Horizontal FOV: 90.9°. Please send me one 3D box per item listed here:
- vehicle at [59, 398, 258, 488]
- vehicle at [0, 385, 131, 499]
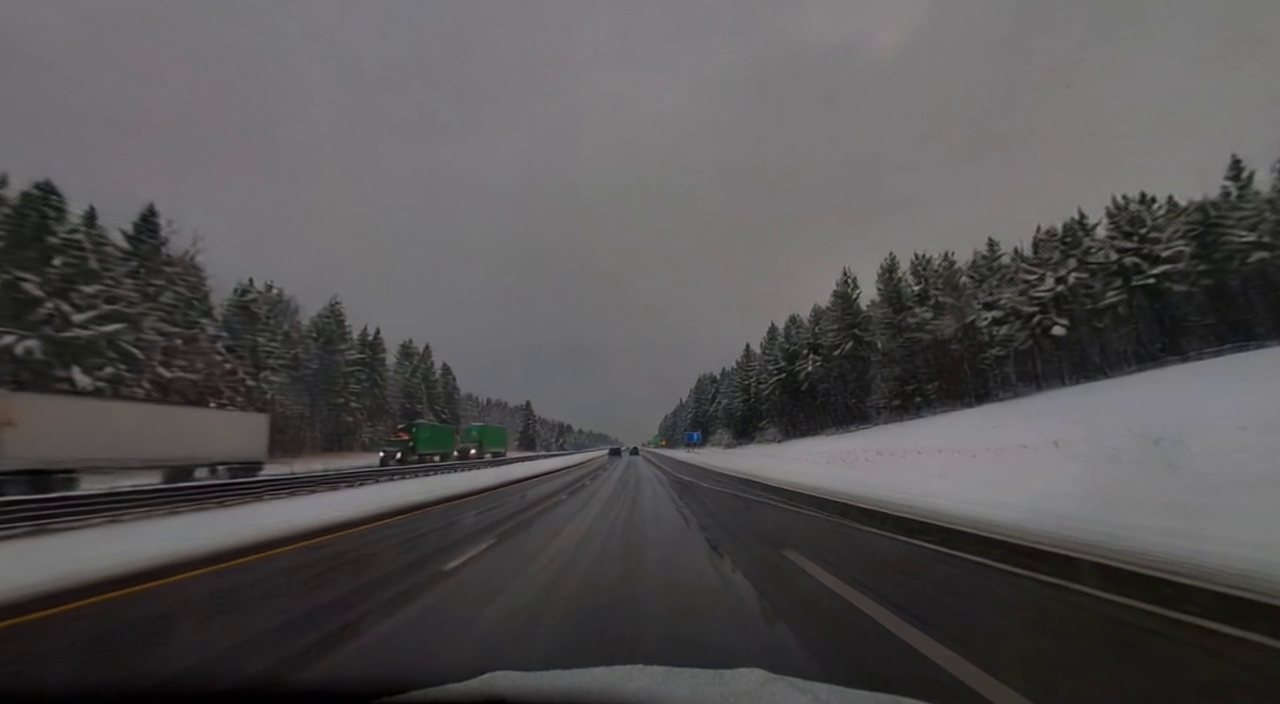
[{"bbox_3d":[-23.125,4.531,31.200,2.822,3.779,8.710,0,-9,0],"label":"vehicle"},{"bbox_3d":[-23.186,3.098,21.570,3.015,3.832,9.988,0,-9,0],"label":"vehicle"}]
